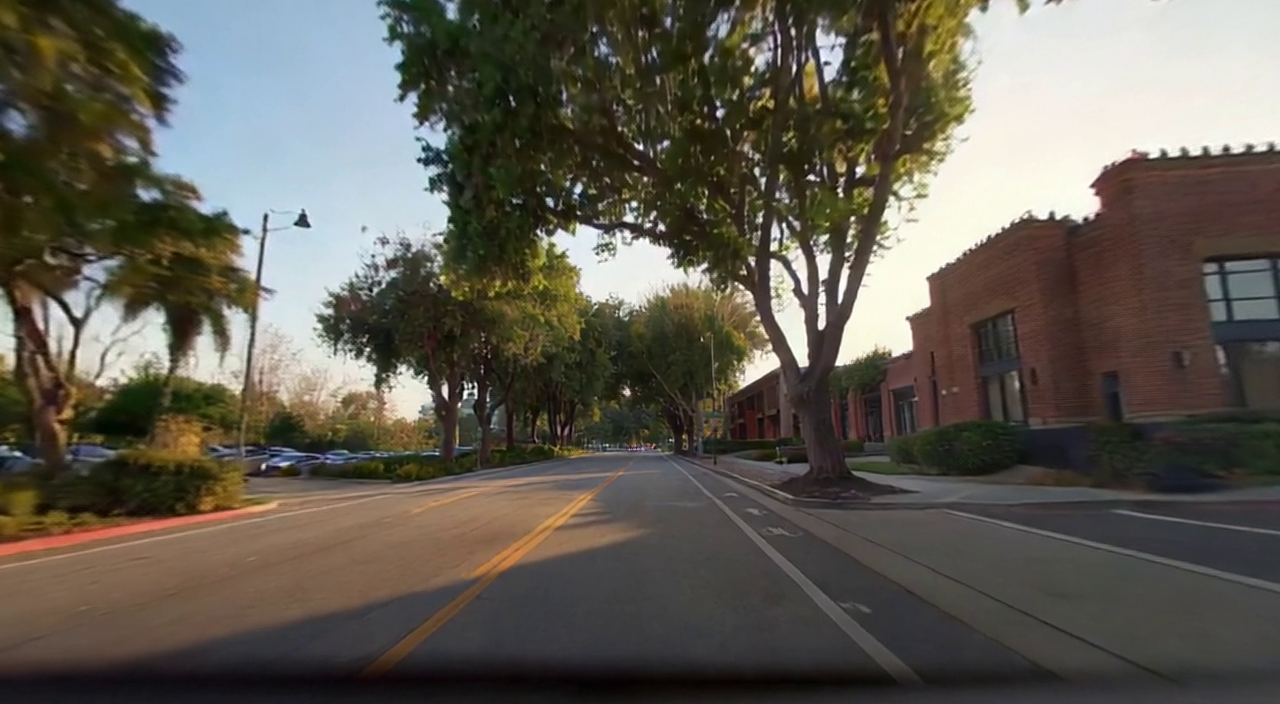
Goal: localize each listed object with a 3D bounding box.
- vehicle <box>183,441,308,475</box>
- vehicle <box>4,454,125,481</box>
[{"bbox_3d":[-19.084,5.151,30.636,4.699,1.558,2.113,0,-10,4],"label":"vehicle"},{"bbox_3d":[-32.874,6.587,36.121,4.704,1.448,2.199,0,-9,-2],"label":"vehicle"}]
